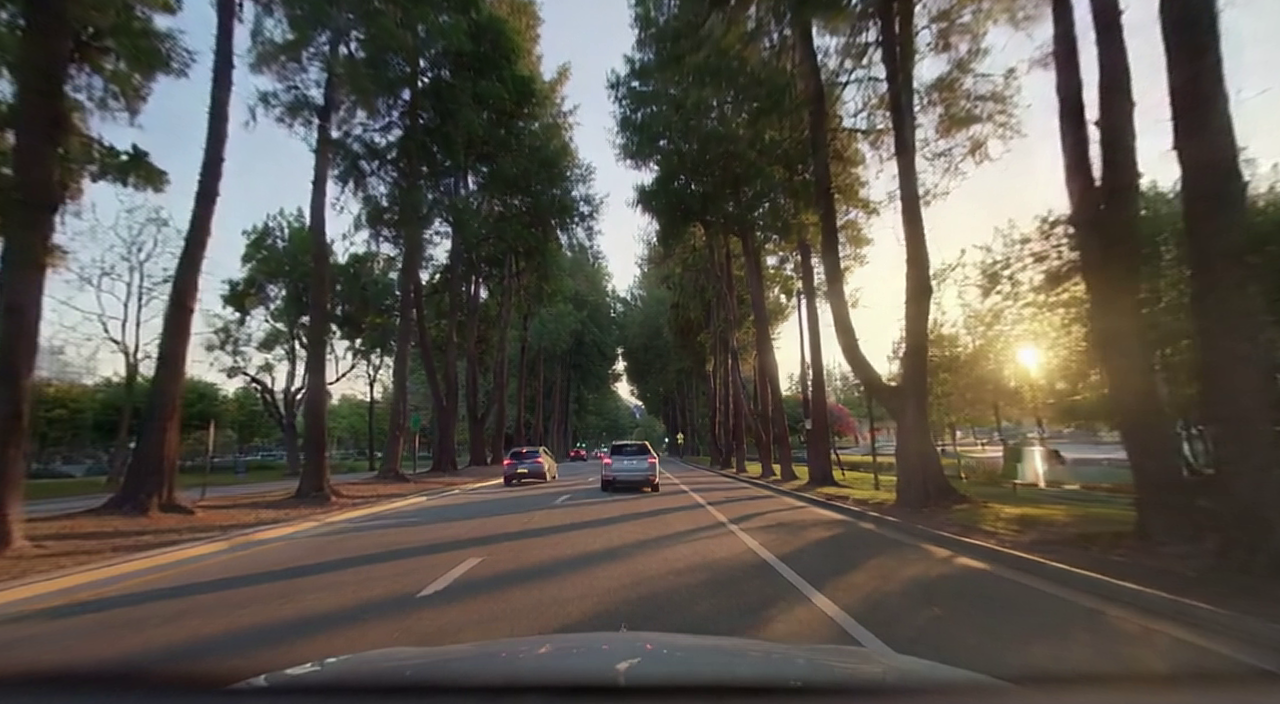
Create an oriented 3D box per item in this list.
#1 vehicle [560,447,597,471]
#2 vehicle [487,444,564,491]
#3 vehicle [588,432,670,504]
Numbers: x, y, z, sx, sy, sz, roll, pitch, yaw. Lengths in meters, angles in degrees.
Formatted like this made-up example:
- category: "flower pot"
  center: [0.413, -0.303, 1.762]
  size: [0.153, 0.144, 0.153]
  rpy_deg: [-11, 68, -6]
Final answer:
- category: "vehicle"
  center: [-4.118, 7.225, 42.837]
  size: [1.959, 1.485, 4.452]
  rpy_deg: [0, -8, 1]
- category: "vehicle"
  center: [-4.041, 4.109, 22.911]
  size: [1.936, 1.538, 4.016]
  rpy_deg: [0, -8, 1]
- category: "vehicle"
  center: [-0.276, 3.172, 17.747]
  size: [2.018, 1.769, 3.897]
  rpy_deg: [0, -8, 0]
